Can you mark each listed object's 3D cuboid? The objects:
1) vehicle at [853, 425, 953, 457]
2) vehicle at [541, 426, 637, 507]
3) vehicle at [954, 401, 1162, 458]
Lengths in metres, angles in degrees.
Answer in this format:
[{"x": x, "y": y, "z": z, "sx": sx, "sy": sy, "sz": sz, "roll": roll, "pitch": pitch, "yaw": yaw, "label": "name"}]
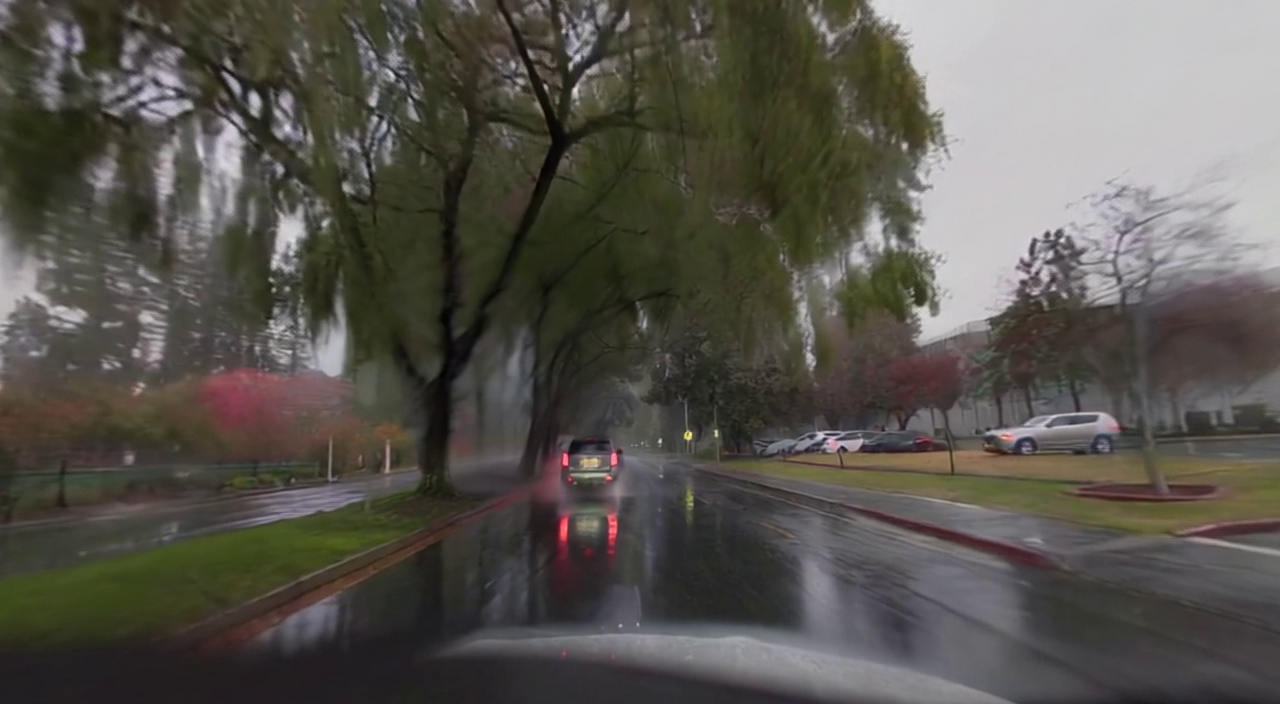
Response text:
[{"x": 12.444, "y": 4.241, "z": 30.040, "sx": 3.895, "sy": 1.451, "sz": 1.830, "roll": 0, "pitch": -9, "yaw": -4, "label": "vehicle"}, {"x": -1.251, "y": 3.037, "z": 17.297, "sx": 2.157, "sy": 1.816, "sz": 5.804, "roll": 0, "pitch": -8, "yaw": -2, "label": "vehicle"}, {"x": 12.717, "y": 2.426, "z": 19.489, "sx": 4.788, "sy": 1.625, "sz": 2.319, "roll": 0, "pitch": -9, "yaw": -3, "label": "vehicle"}]
